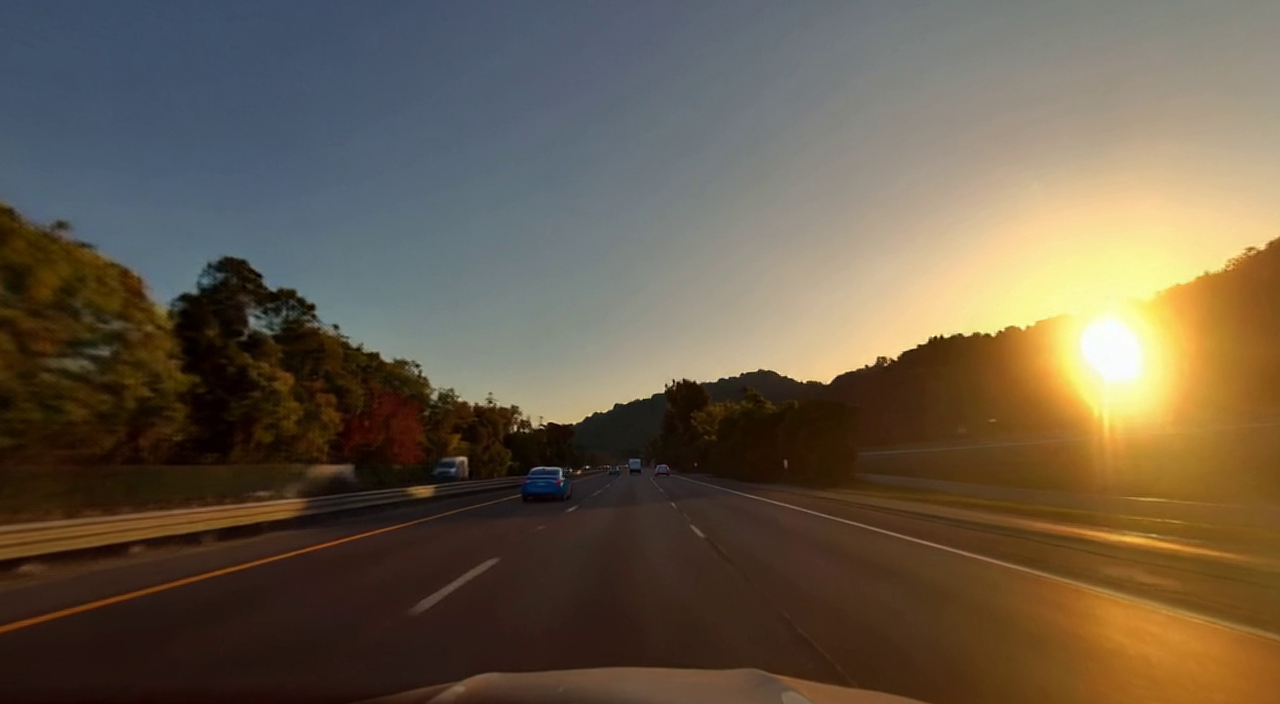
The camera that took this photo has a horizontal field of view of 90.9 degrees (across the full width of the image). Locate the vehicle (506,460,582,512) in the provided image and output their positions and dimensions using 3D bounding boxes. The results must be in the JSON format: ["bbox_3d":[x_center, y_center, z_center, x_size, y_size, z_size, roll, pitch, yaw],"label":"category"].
[{"bbox_3d":[-3.064,4.395,20.961,1.797,1.532,4.072,1,-10,1],"label":"vehicle"}]

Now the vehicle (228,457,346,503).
[{"bbox_3d":[-11.932,4.354,21.621,1.787,1.407,3.831,1,-10,0],"label":"vehicle"}]
